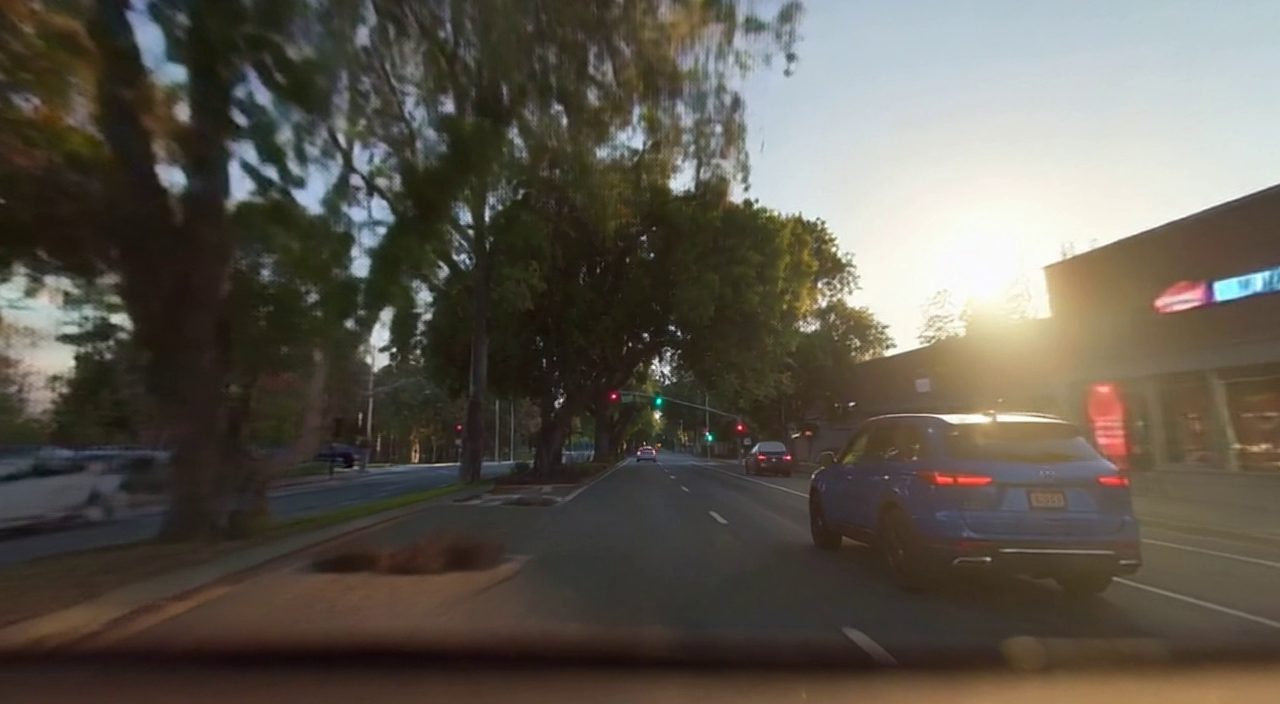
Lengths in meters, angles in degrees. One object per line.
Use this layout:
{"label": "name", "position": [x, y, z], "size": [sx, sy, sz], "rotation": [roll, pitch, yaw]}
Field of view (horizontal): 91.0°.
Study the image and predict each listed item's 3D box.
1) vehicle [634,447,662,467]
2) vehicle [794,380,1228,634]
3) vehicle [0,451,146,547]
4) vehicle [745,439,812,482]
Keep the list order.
{"label": "vehicle", "position": [0.646, 8.062, 48.665], "size": [2.131, 1.474, 4.146], "rotation": [0, -8, 2]}
{"label": "vehicle", "position": [3.292, 1.470, 6.920], "size": [2.033, 1.865, 4.360], "rotation": [0, -9, -1]}
{"label": "vehicle", "position": [-11.362, 2.473, 10.728], "size": [1.955, 1.507, 4.750], "rotation": [0, -8, 1]}
{"label": "vehicle", "position": [6.391, 5.057, 29.698], "size": [2.085, 1.828, 5.383], "rotation": [0, -9, 2]}
